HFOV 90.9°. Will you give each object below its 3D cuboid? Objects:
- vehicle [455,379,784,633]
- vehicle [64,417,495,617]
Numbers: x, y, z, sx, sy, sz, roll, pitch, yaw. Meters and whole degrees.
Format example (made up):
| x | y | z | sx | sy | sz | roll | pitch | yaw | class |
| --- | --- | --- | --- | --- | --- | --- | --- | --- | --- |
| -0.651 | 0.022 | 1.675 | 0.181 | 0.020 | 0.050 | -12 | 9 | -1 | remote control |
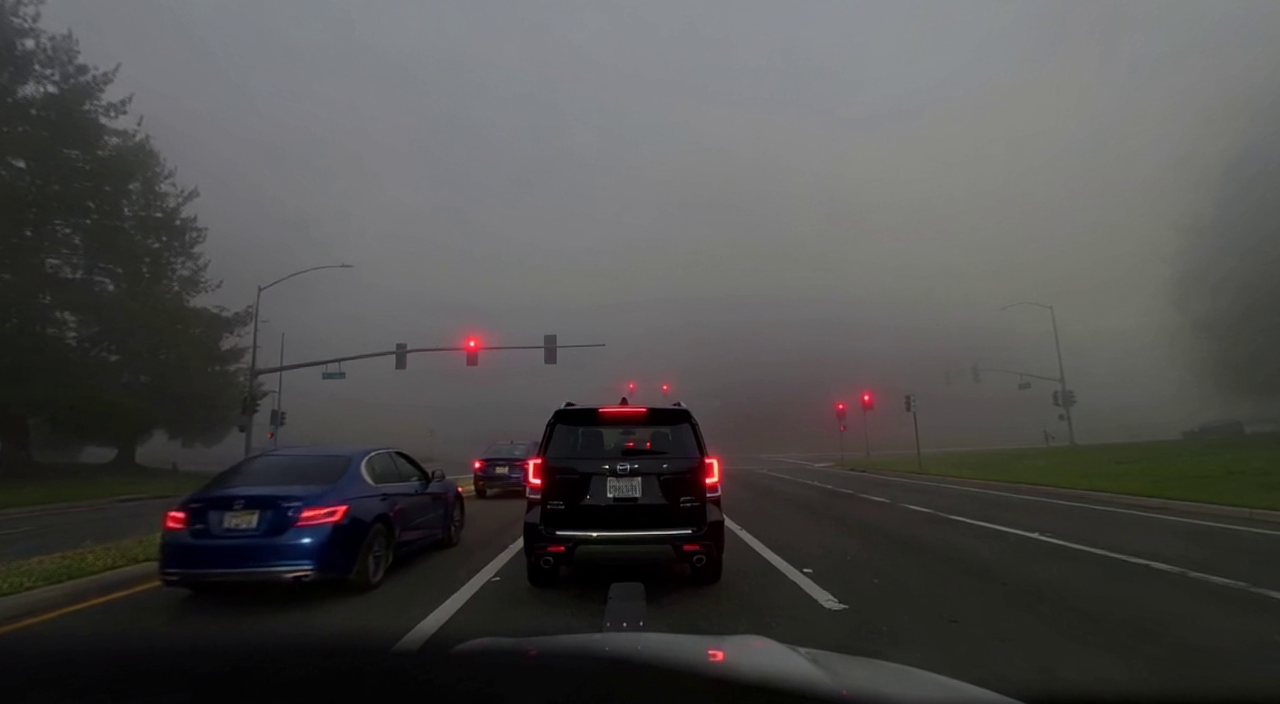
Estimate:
| x | y | z | sx | sy | sz | roll | pitch | yaw | class |
| --- | --- | --- | --- | --- | --- | --- | --- | --- | --- |
| -0.169 | 1.380 | 6.573 | 2.298 | 1.770 | 4.138 | 0 | -8 | -1 | vehicle |
| -3.333 | 1.636 | 7.425 | 2.061 | 1.504 | 5.142 | 0 | -8 | 0 | vehicle |
